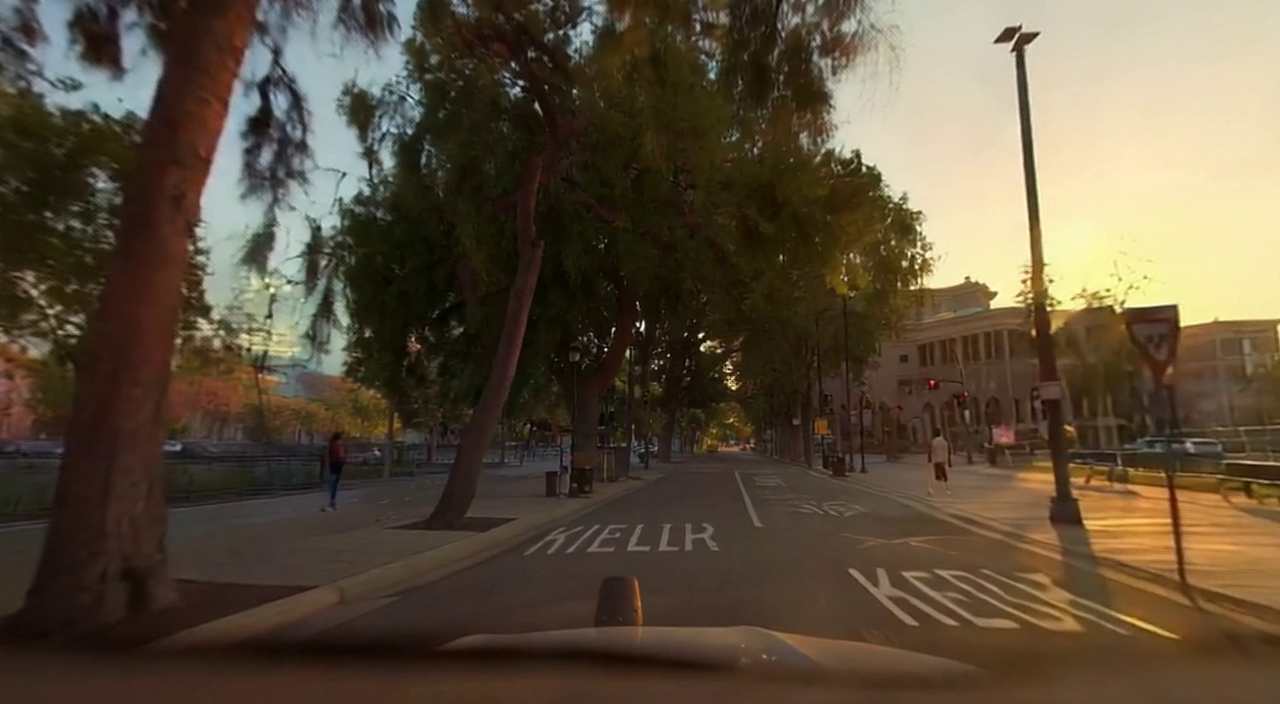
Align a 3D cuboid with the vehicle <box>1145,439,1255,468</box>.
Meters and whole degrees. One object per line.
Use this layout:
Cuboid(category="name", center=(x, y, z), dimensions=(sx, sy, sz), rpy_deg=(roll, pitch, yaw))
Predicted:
Cuboid(category="vehicle", center=(38.289, 6.956, 43.319), dimensions=(5.090, 1.925, 2.103), rpy_deg=(-2, -9, 11))
